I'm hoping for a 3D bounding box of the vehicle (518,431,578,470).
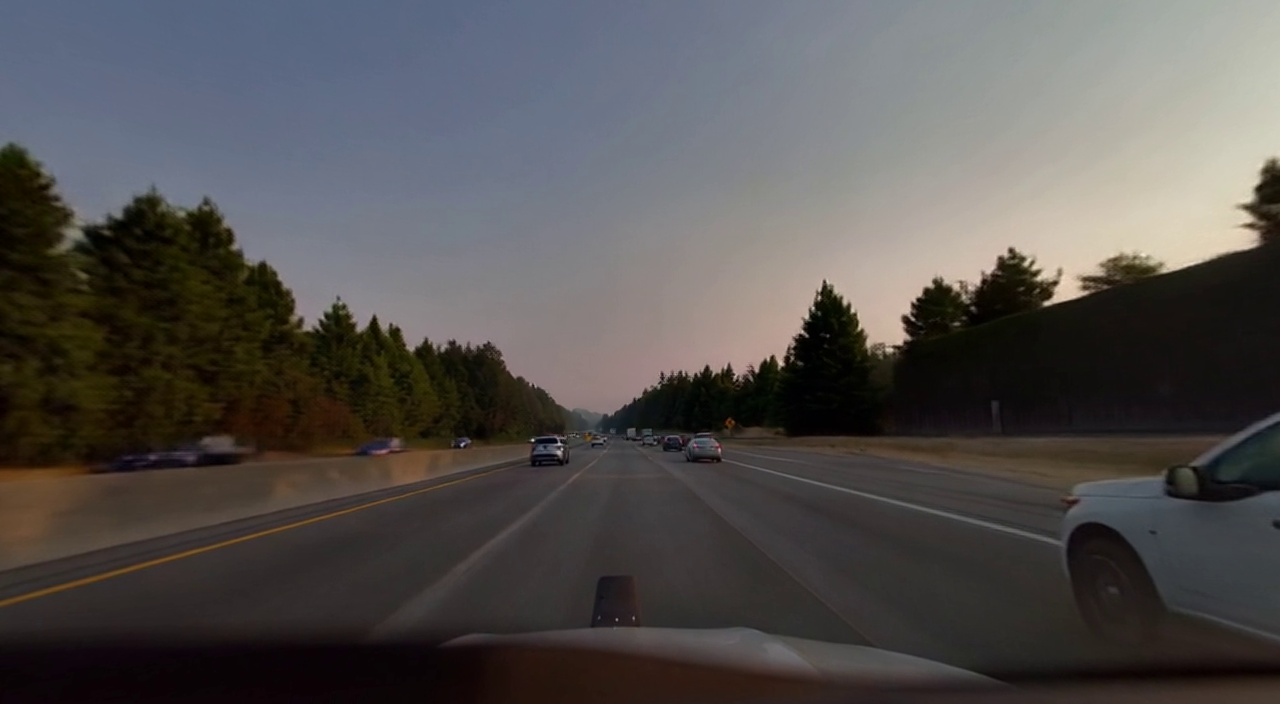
[{"bbox_3d":[-4.058,4.399,28.541,2.011,1.614,4.808,0,-8,-1],"label":"vehicle"}]

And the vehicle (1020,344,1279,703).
[{"bbox_3d":[3.506,0.693,1.701,1.949,1.639,4.748,0,-8,-1],"label":"vehicle"}]

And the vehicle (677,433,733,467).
[{"bbox_3d":[2.890,4.463,28.983,1.990,1.480,3.865,0,-8,-2],"label":"vehicle"}]

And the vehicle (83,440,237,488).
[{"bbox_3d":[-16.131,3.743,21.556,1.863,1.450,4.406,0,-8,-1],"label":"vehicle"}]

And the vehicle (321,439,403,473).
[{"bbox_3d":[-12.582,4.686,28.883,1.865,1.416,4.371,0,-8,-2],"label":"vehicle"}]
